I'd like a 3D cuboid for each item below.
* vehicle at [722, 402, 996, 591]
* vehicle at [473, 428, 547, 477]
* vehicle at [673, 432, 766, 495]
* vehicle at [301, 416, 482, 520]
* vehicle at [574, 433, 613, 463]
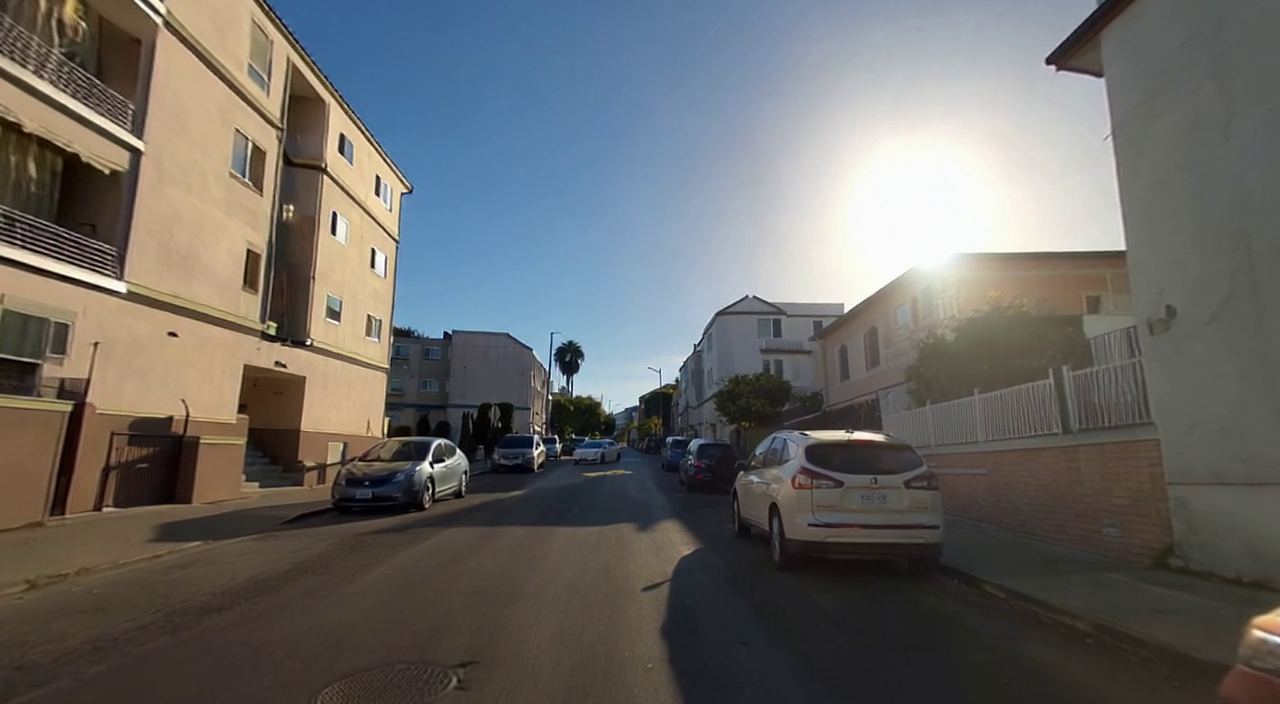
[{"bbox_3d":[2.227,1.560,7.673,1.839,1.678,3.918,0,-8,-1],"label":"vehicle"},{"bbox_3d":[-4.846,3.834,24.092,1.942,1.521,3.761,5,-9,0],"label":"vehicle"},{"bbox_3d":[1.976,2.909,16.951,1.786,1.447,4.314,0,-8,-2],"label":"vehicle"},{"bbox_3d":[-4.550,2.235,12.383,1.883,1.499,4.426,6,-10,-3],"label":"vehicle"},{"bbox_3d":[-2.468,5.174,34.106,1.845,1.544,3.388,0,-8,0],"label":"vehicle"}]
